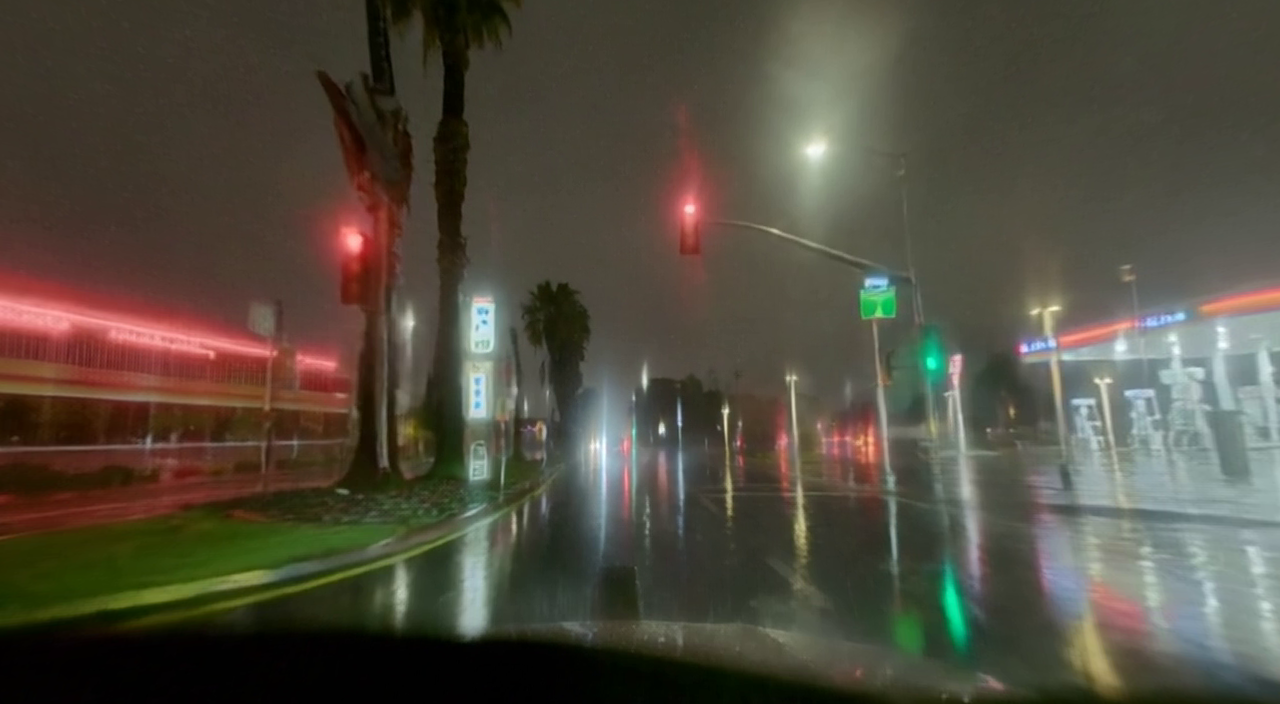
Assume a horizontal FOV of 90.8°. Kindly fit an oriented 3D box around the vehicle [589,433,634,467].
[{"bbox_3d":[-1.429,4.860,31.358,2.073,1.525,4.809,0,-9,-3],"label":"vehicle"}]
